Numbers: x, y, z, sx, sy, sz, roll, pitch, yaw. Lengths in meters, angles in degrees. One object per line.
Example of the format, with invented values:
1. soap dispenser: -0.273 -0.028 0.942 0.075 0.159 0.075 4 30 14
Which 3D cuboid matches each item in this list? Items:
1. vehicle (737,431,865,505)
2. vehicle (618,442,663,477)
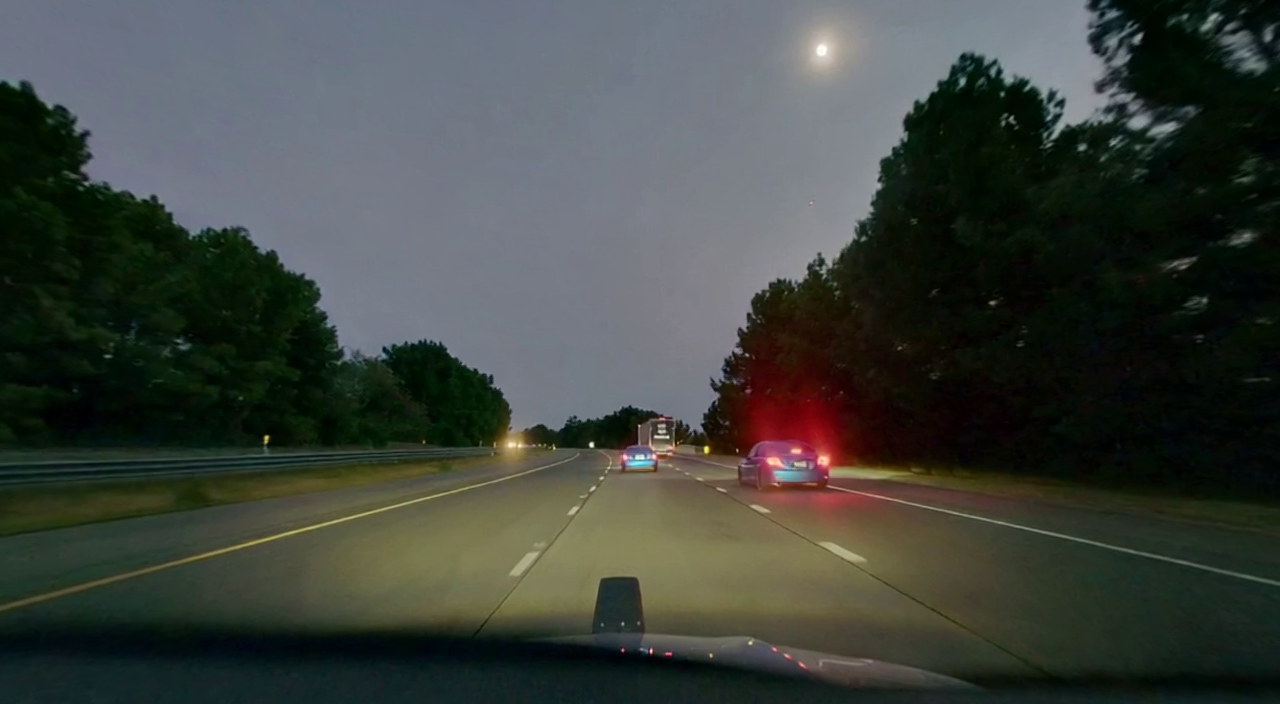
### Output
1. vehicle: 3.906 2.918 16.249 1.977 1.599 4.605 0 -9 -1
2. vehicle: -0.035 4.825 28.387 1.913 1.460 3.610 0 -9 -1
